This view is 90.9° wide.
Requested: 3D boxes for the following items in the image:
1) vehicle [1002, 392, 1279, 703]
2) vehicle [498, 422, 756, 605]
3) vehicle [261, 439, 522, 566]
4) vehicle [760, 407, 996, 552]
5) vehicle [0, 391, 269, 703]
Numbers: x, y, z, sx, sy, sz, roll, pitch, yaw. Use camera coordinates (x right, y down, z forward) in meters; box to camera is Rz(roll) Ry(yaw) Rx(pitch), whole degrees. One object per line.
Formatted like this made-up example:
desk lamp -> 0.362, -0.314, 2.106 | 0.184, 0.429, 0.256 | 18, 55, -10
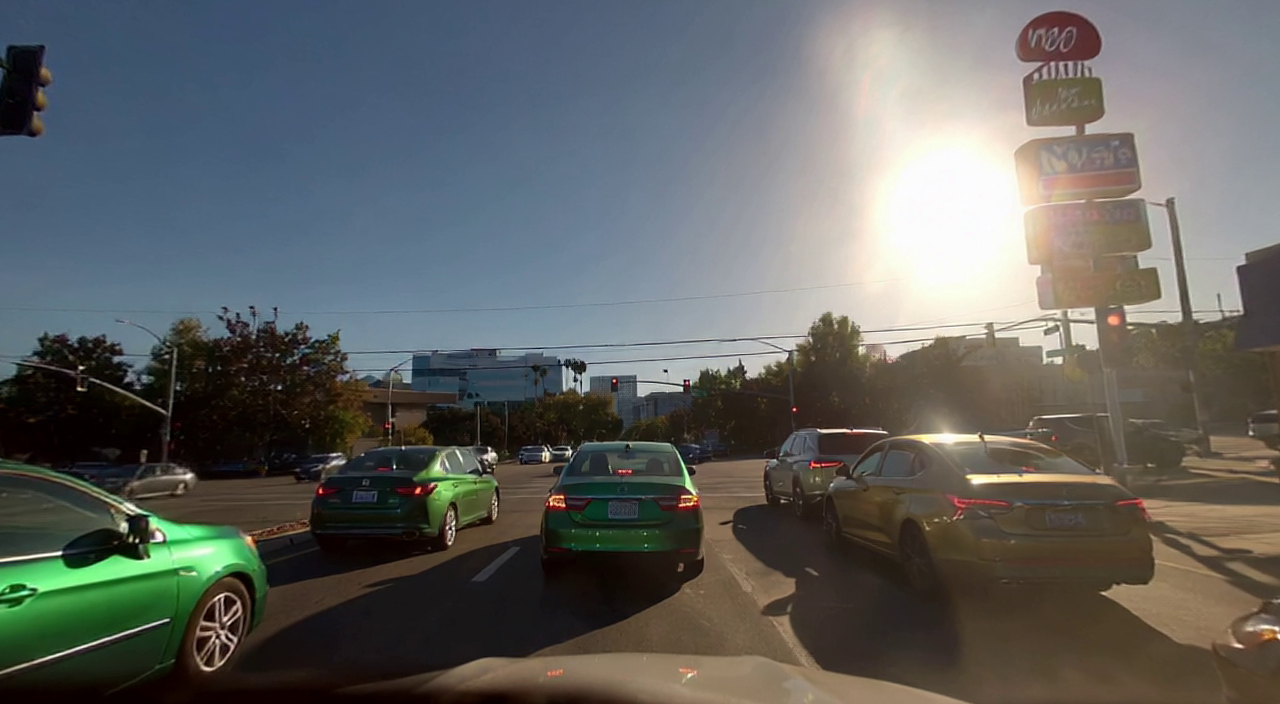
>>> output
vehicle -> 3.940, 0.971, 3.094 | 1.800, 1.519, 4.198 | 0, -8, 0
vehicle -> -0.130, 1.655, 7.387 | 2.140, 1.499, 4.119 | 0, -8, -1
vehicle -> -3.303, 2.073, 9.539 | 1.995, 1.436, 4.373 | -1, -8, 3
vehicle -> 3.309, 1.867, 9.832 | 1.992, 1.744, 4.183 | 0, -8, 0
vehicle -> -3.477, 0.847, 1.834 | 2.016, 1.547, 4.414 | 0, -8, 1
